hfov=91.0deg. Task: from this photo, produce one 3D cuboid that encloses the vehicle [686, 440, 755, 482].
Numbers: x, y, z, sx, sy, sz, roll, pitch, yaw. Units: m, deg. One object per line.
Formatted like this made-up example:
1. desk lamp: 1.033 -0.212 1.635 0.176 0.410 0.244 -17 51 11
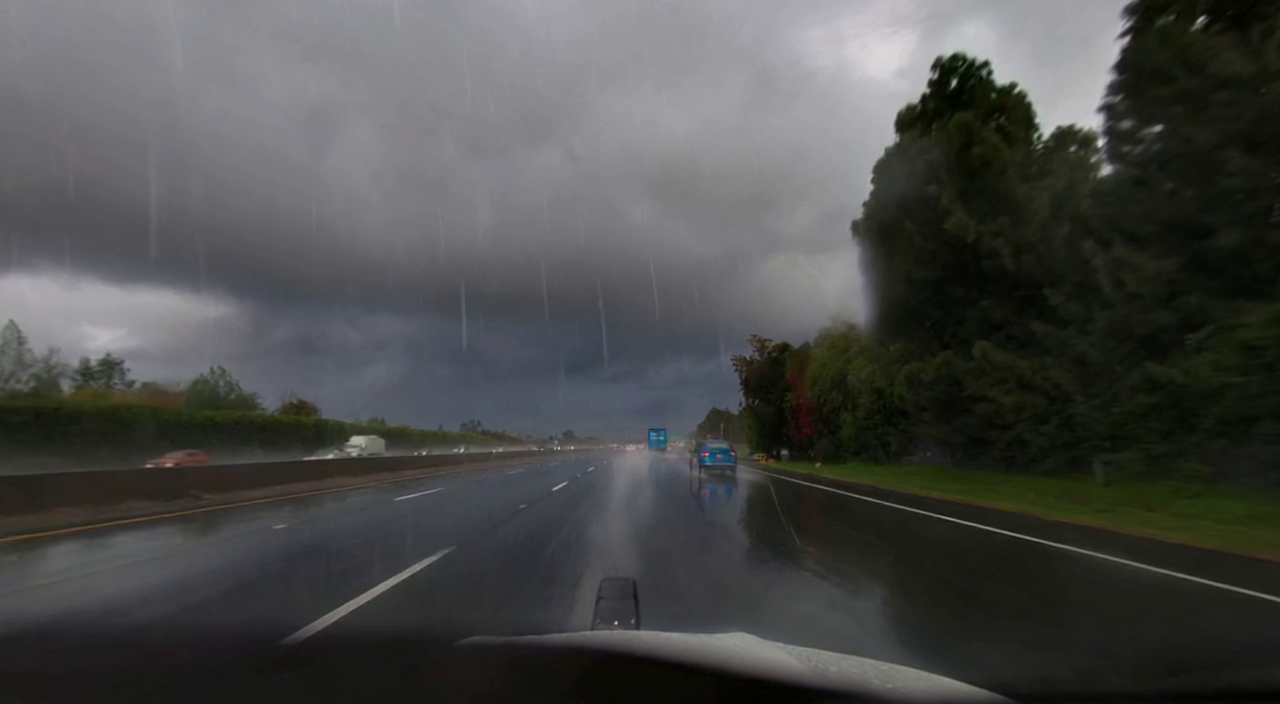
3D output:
1. vehicle: 3.005 4.153 24.336 2.048 1.482 3.956 0 -8 -2
